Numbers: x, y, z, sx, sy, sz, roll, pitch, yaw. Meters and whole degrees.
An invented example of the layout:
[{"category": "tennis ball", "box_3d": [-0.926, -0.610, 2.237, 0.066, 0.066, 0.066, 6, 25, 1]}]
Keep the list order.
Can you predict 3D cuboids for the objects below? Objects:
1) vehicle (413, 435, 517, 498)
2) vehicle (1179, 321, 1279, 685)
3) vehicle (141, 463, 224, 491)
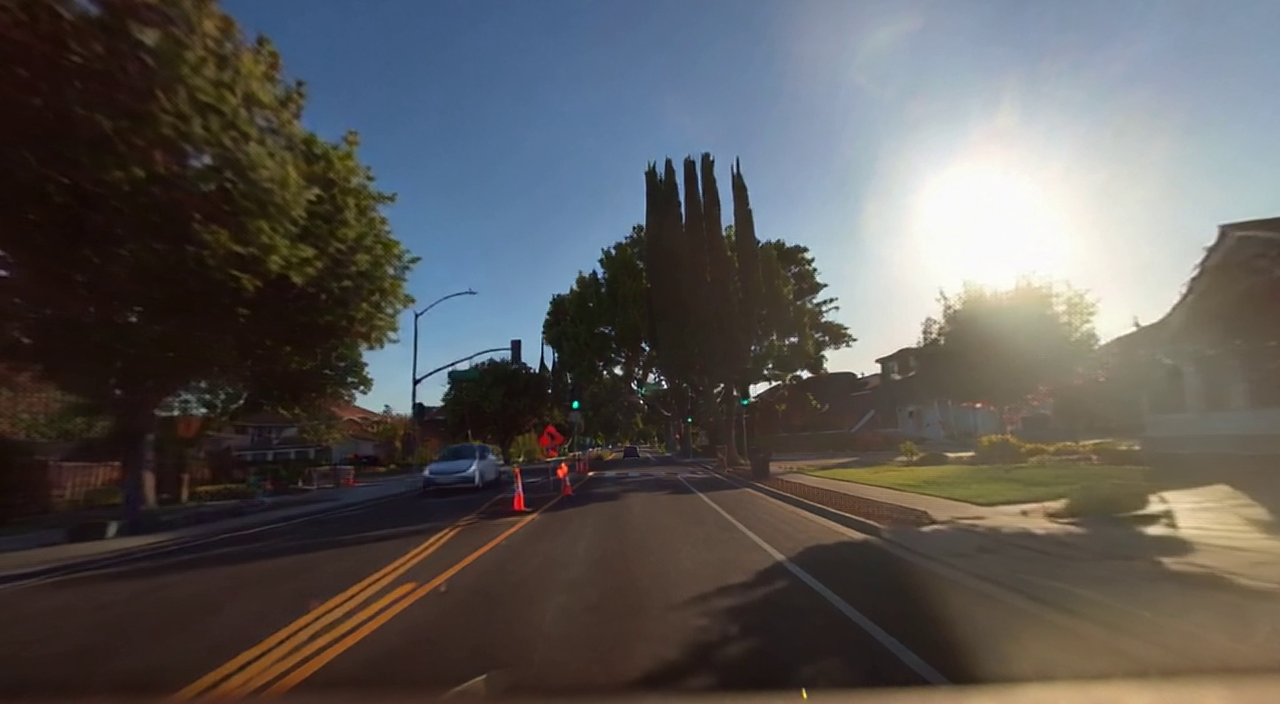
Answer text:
[{"category": "vehicle", "box_3d": [-5.805, 3.857, 21.662, 2.240, 1.879, 4.847, 0, -9, -1]}, {"category": "vehicle", "box_3d": [4.680, 0.520, 1.322, 2.404, 2.054, 5.588, -1, -9, 4]}, {"category": "vehicle", "box_3d": [-33.821, 9.240, 46.807, 4.433, 1.908, 2.090, 0, -8, -4]}]
